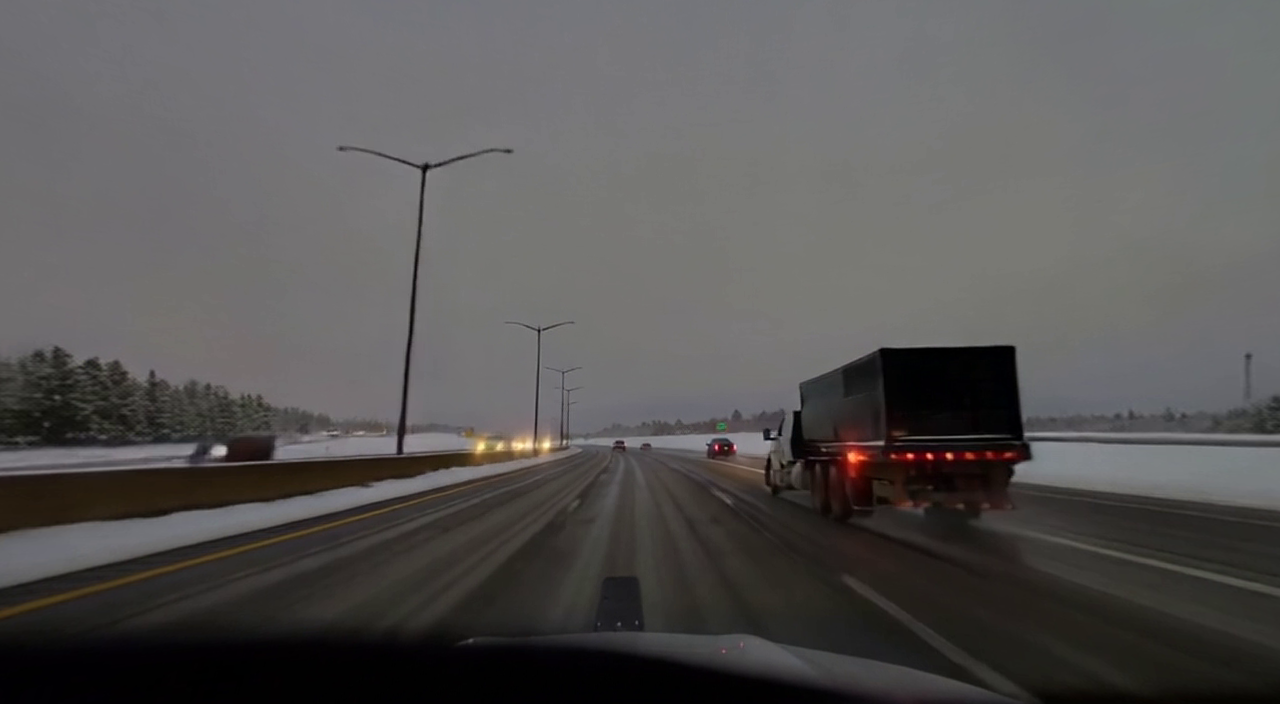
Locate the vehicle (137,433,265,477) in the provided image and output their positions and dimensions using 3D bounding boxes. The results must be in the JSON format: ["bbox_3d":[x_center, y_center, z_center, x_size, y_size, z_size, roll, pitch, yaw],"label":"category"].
[{"bbox_3d":[-20.156,4.757,29.373,2.362,1.865,5.180,0,-8,-2],"label":"vehicle"}]

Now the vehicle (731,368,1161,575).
[{"bbox_3d":[3.637,1.769,10.325,2.981,2.053,7.897,0,-8,-1],"label":"vehicle"}]

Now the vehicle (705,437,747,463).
[{"bbox_3d":[6.000,6.934,44.658,2.104,1.723,4.538,0,-9,-3],"label":"vehicle"}]
